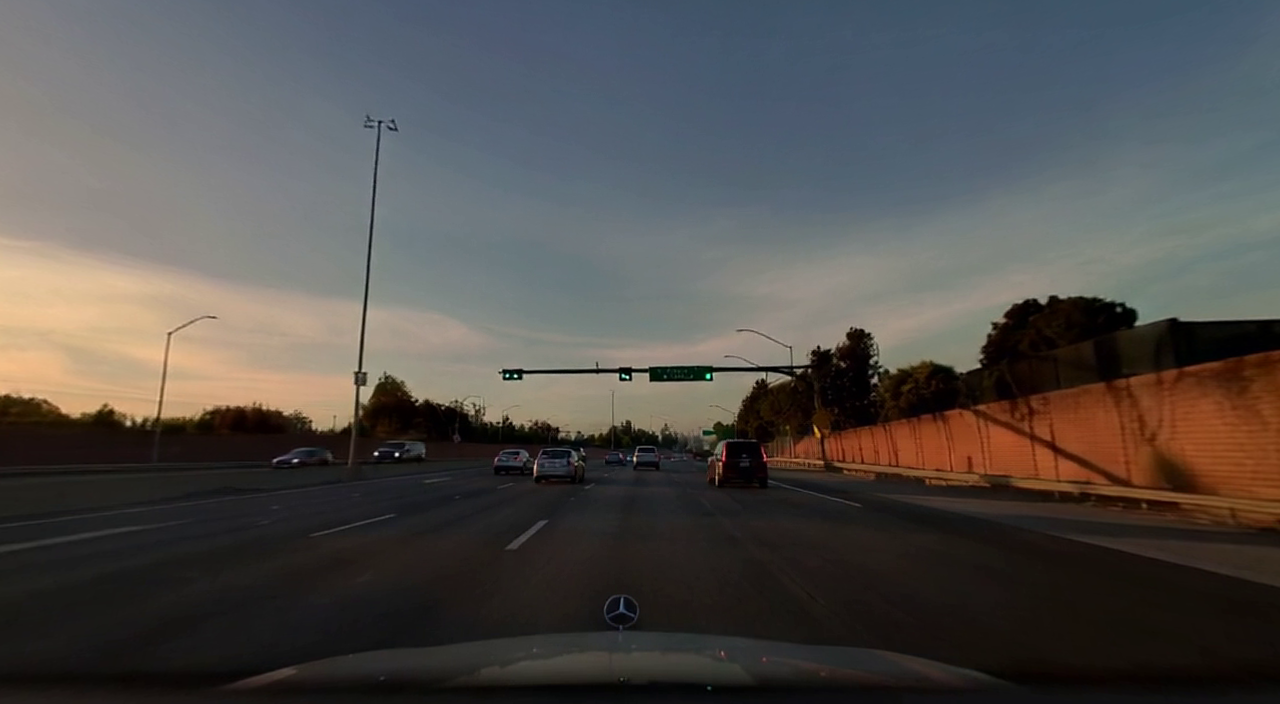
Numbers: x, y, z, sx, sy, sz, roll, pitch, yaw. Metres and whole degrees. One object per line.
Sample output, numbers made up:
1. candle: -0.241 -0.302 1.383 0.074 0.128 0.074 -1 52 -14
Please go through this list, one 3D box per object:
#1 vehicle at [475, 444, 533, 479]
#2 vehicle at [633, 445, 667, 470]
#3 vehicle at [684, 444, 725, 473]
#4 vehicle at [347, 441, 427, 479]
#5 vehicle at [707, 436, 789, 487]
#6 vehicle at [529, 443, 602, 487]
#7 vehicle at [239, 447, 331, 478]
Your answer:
1. vehicle: -6.231 5.047 29.296 1.835 1.504 3.612 0 -8 1
2. vehicle: 0.739 7.802 47.048 2.408 1.748 4.217 0 -8 1
3. vehicle: 3.934 6.589 39.284 2.146 1.658 4.318 0 -8 1
4. vehicle: -12.197 5.220 30.803 1.958 1.693 4.534 0 -8 1
5. vehicle: 3.969 4.093 24.041 2.320 1.735 4.408 0 -8 0
6. vehicle: -2.723 4.247 24.183 2.130 1.514 4.766 0 -8 1
7. vehicle: -18.632 5.805 33.468 2.037 1.489 4.795 0 -8 1
